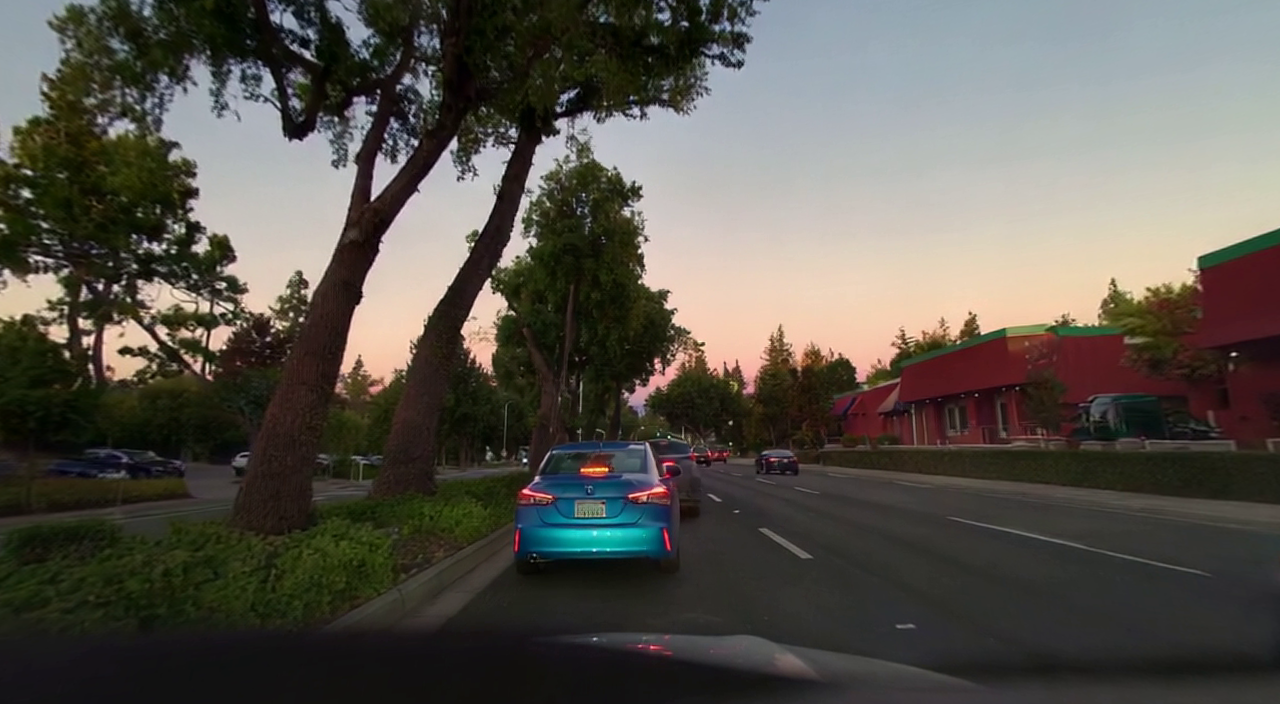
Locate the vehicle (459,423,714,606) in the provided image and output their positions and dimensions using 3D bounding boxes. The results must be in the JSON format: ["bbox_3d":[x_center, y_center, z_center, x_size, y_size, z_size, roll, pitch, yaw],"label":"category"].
[{"bbox_3d":[-0.460,1.651,7.296,2.111,1.506,4.018,0,-8,0],"label":"vehicle"}]

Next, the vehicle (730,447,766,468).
[{"bbox_3d":[8.088,7.926,47.449,1.887,1.516,4.419,0,-9,0],"label":"vehicle"}]

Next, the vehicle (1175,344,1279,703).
[{"bbox_3d":[3.414,0.542,0.686,1.946,1.648,4.230,0,-8,1],"label":"vehicle"}]

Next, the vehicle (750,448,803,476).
[{"bbox_3d":[7.165,5.791,33.280,1.909,1.380,3.905,0,-8,0],"label":"vehicle"}]
